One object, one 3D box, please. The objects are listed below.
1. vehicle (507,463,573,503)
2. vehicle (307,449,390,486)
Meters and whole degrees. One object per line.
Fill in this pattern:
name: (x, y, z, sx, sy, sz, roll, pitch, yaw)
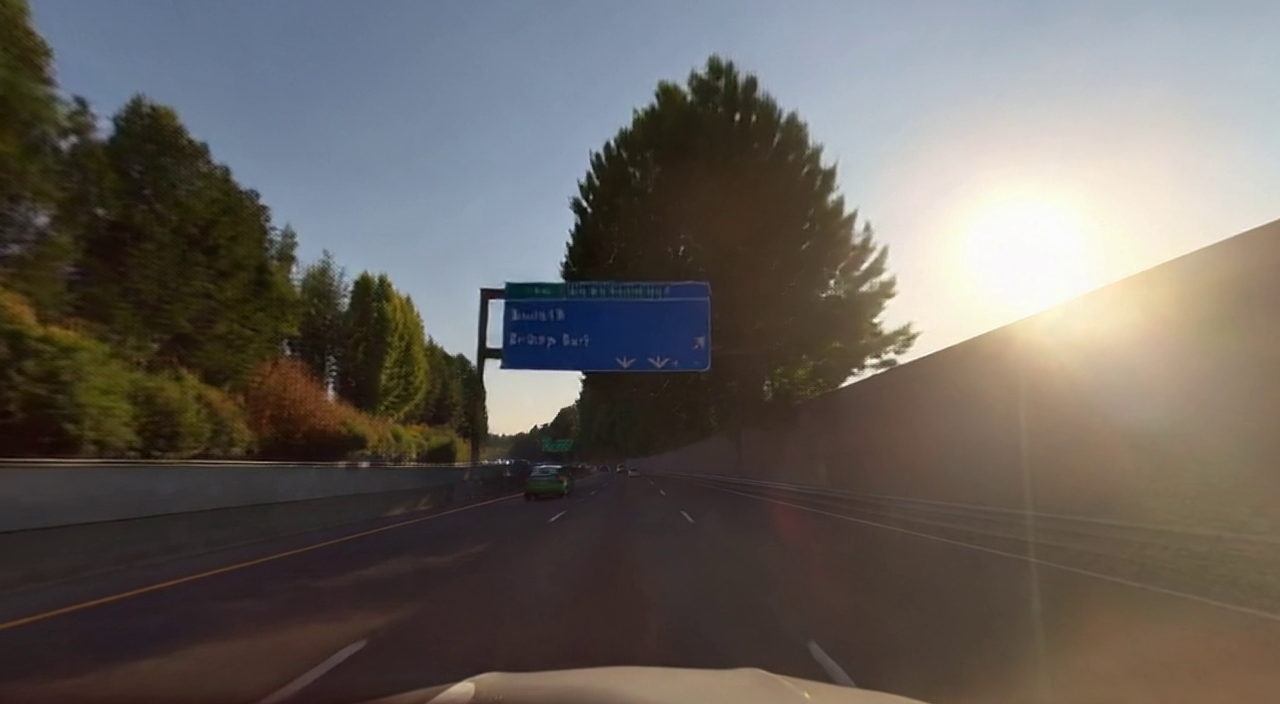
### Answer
vehicle: (-3.962, 5.291, 25.631, 2.006, 1.469, 4.050, 1, -11, 0)
vehicle: (-13.485, 5.415, 29.474, 1.850, 1.575, 4.224, 1, -11, 0)
